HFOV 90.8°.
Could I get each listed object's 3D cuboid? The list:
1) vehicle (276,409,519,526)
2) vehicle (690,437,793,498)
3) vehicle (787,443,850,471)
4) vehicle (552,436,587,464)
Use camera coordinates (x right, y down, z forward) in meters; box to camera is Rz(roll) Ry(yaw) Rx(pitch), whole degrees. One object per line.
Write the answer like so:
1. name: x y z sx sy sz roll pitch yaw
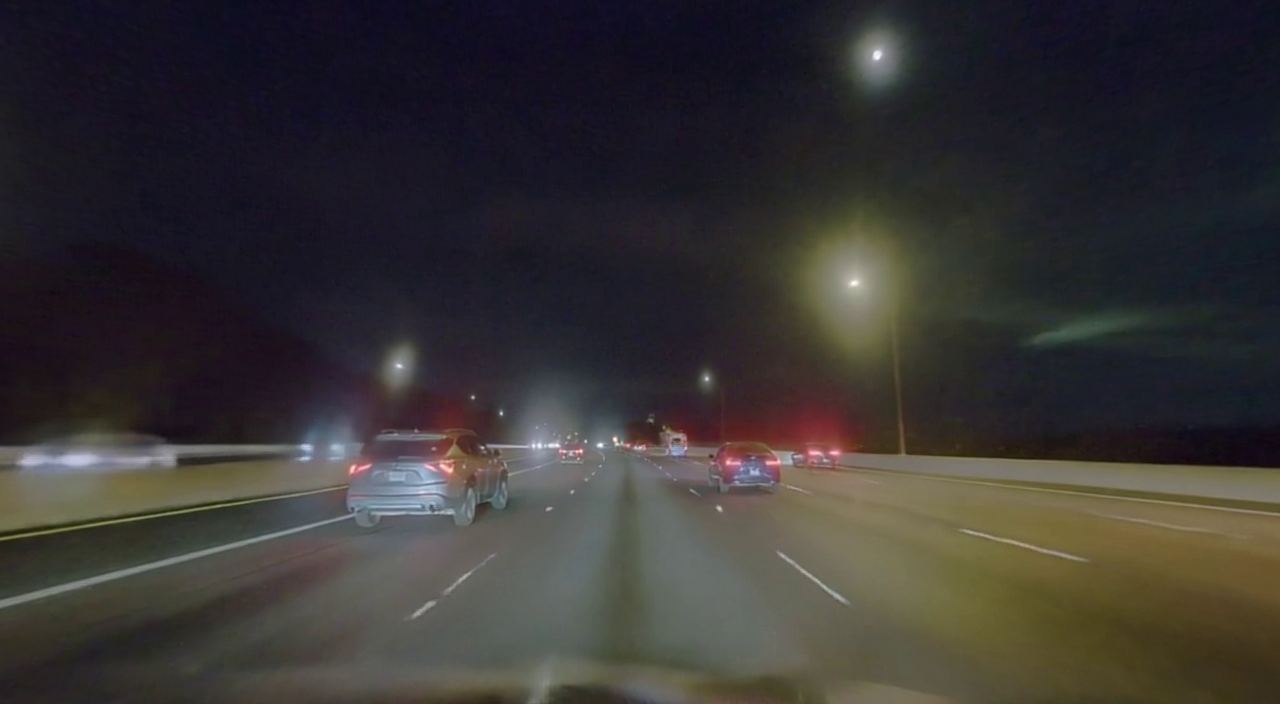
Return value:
1. vehicle: -4.425 2.273 13.024 2.684 1.839 5.803 0 -8 0
2. vehicle: 2.739 3.258 18.183 2.053 1.510 4.400 0 -8 -2
3. vehicle: 10.108 5.977 36.111 2.105 1.496 4.393 0 -8 -3
4. vehicle: -4.902 6.920 44.485 2.149 1.843 4.348 1 -9 -2
